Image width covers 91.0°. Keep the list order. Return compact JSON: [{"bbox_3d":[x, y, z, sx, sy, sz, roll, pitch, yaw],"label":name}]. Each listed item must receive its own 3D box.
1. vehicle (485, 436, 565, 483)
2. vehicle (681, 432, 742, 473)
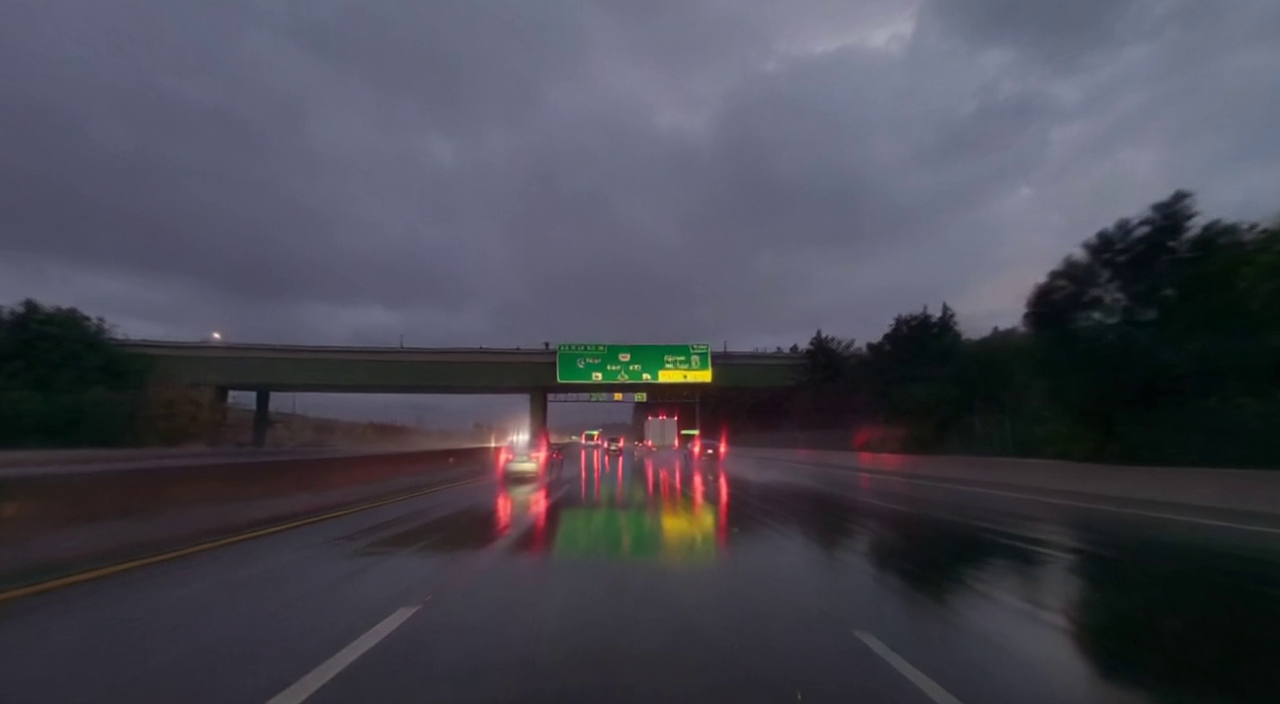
[{"bbox_3d":[-3.959,3.771,22.451,2.064,1.479,4.370,0,-8,0],"label":"vehicle"},{"bbox_3d":[2.993,4.304,27.135,2.001,1.625,4.088,0,-8,-2],"label":"vehicle"}]
